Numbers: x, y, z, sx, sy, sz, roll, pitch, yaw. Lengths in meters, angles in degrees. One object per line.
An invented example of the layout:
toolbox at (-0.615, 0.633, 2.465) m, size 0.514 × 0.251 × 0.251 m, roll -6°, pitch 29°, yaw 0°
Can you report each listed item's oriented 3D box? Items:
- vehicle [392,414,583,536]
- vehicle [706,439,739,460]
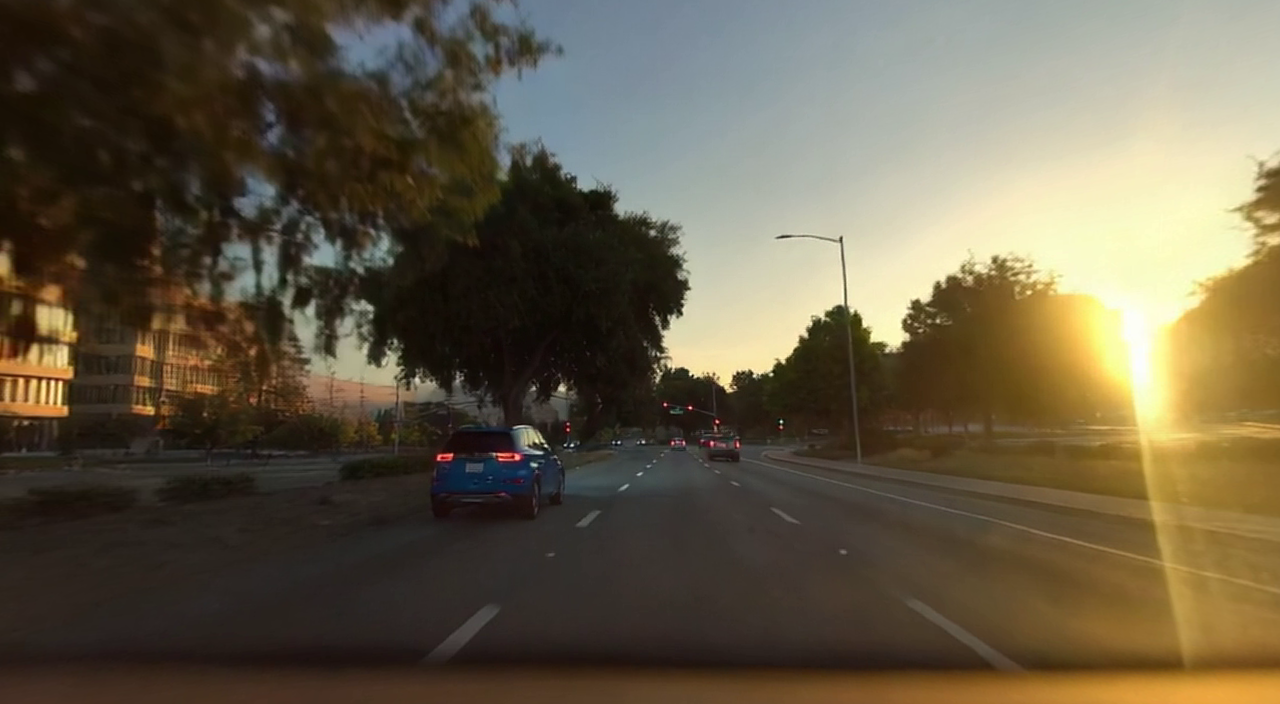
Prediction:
vehicle at (-2.388, 2.081, 11.283) m, size 2.033 × 1.713 × 4.503 m, roll -1°, pitch -8°, yaw 4°
vehicle at (6.055, 7.197, 46.457) m, size 1.983 × 1.464 × 4.472 m, roll -1°, pitch -8°, yaw 2°
